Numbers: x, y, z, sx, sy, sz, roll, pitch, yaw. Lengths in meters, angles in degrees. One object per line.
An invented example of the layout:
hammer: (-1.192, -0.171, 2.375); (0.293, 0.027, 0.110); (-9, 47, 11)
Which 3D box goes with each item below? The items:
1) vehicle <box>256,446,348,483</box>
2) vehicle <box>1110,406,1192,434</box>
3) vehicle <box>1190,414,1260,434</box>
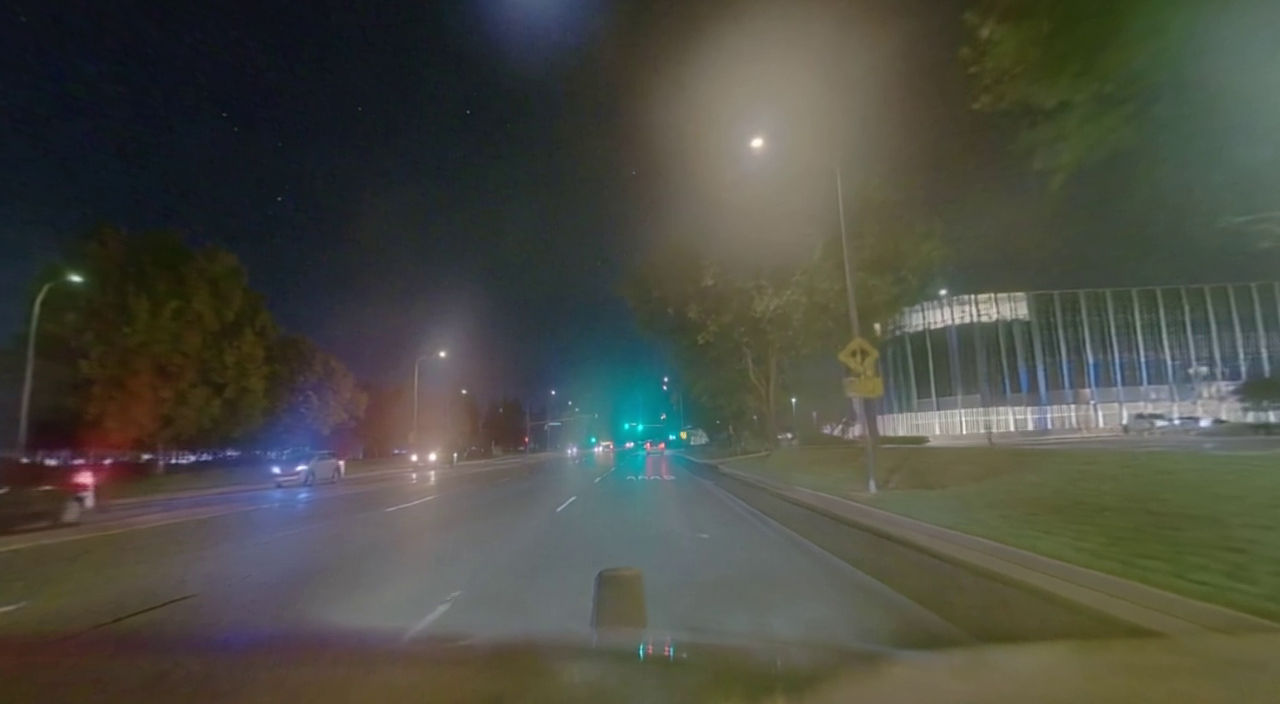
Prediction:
vehicle: (-17.269, 5.723, 32.396); (2.112, 1.754, 4.740); (0, -8, 0)
vehicle: (39.851, 5.386, 49.162); (1.882, 1.686, 5.050); (-3, -10, -3)
vehicle: (45.423, 5.643, 48.843); (1.671, 1.477, 3.751); (0, -8, -3)
